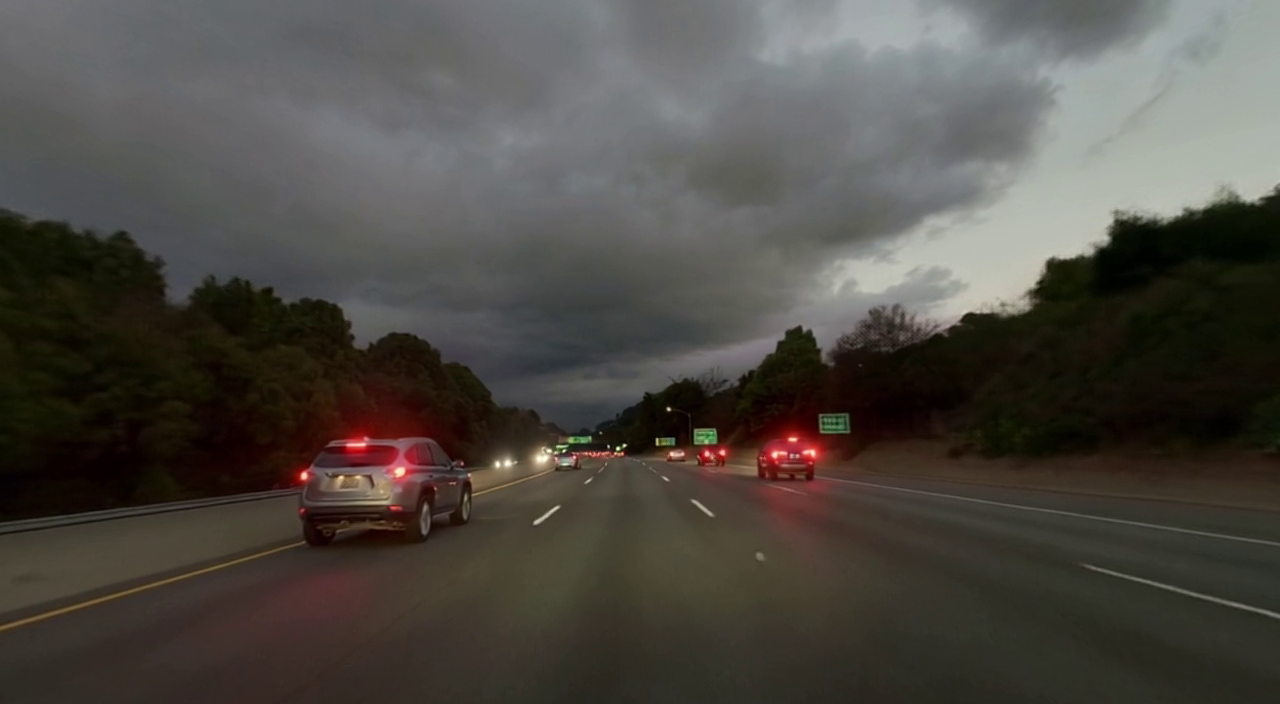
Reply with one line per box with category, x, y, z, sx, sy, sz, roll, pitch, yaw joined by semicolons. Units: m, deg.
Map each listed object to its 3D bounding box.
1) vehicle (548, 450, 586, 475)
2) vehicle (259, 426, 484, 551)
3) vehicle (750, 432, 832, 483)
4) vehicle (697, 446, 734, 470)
vehicle;-4.577;6.994;40.049;2.009;1.488;4.289;0;-9;-2
vehicle;-4.328;2.257;11.092;2.079;1.745;4.281;0;-9;0
vehicle;6.782;4.822;29.032;2.378;2.096;5.119;0;-9;-1
vehicle;5.829;8.225;49.042;2.107;1.732;4.527;0;-9;-3
